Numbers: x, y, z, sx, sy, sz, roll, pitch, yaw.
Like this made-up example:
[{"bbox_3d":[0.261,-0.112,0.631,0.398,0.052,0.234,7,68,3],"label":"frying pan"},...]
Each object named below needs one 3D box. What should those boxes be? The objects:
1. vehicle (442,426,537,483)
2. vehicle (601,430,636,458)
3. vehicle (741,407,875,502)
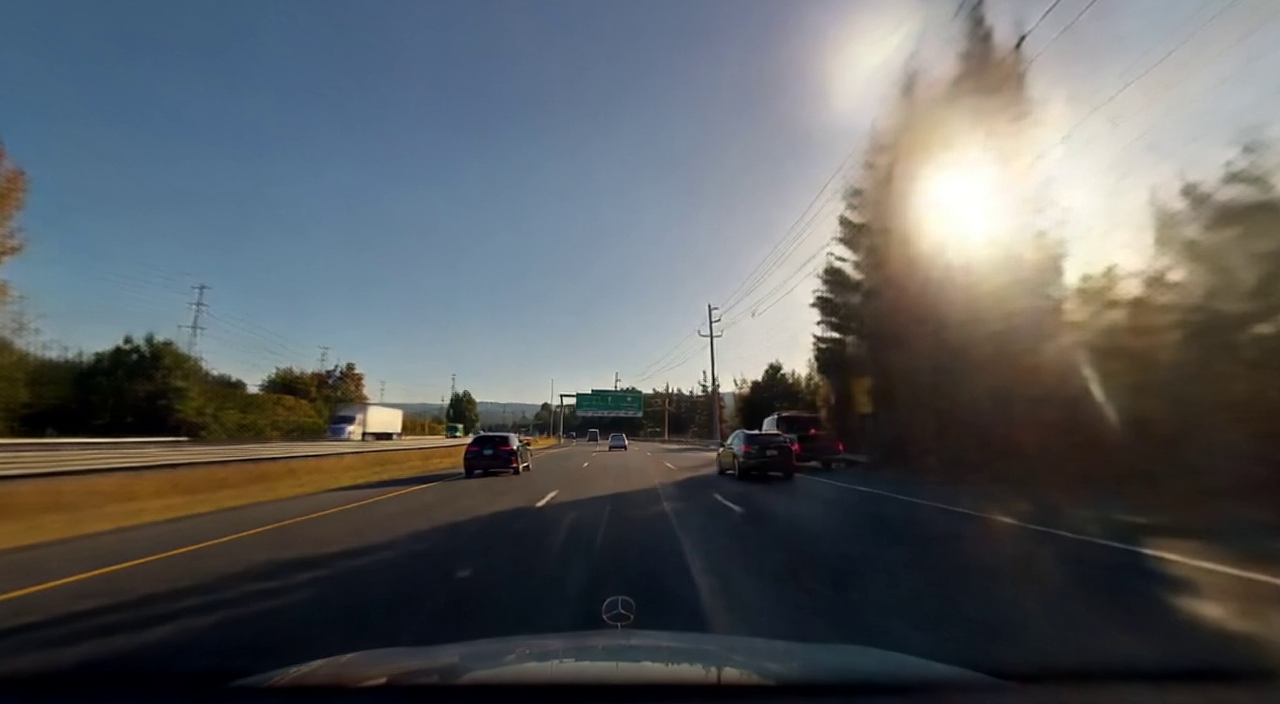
[{"bbox_3d":[-4.605,3.189,19.964,2.100,1.590,4.077,0,-7,-1],"label":"vehicle"},{"bbox_3d":[-1.396,5.846,40.271,2.159,1.690,3.720,0,-7,-2],"label":"vehicle"},{"bbox_3d":[3.658,2.275,14.380,1.976,1.905,3.263,0,-7,-3],"label":"vehicle"}]
